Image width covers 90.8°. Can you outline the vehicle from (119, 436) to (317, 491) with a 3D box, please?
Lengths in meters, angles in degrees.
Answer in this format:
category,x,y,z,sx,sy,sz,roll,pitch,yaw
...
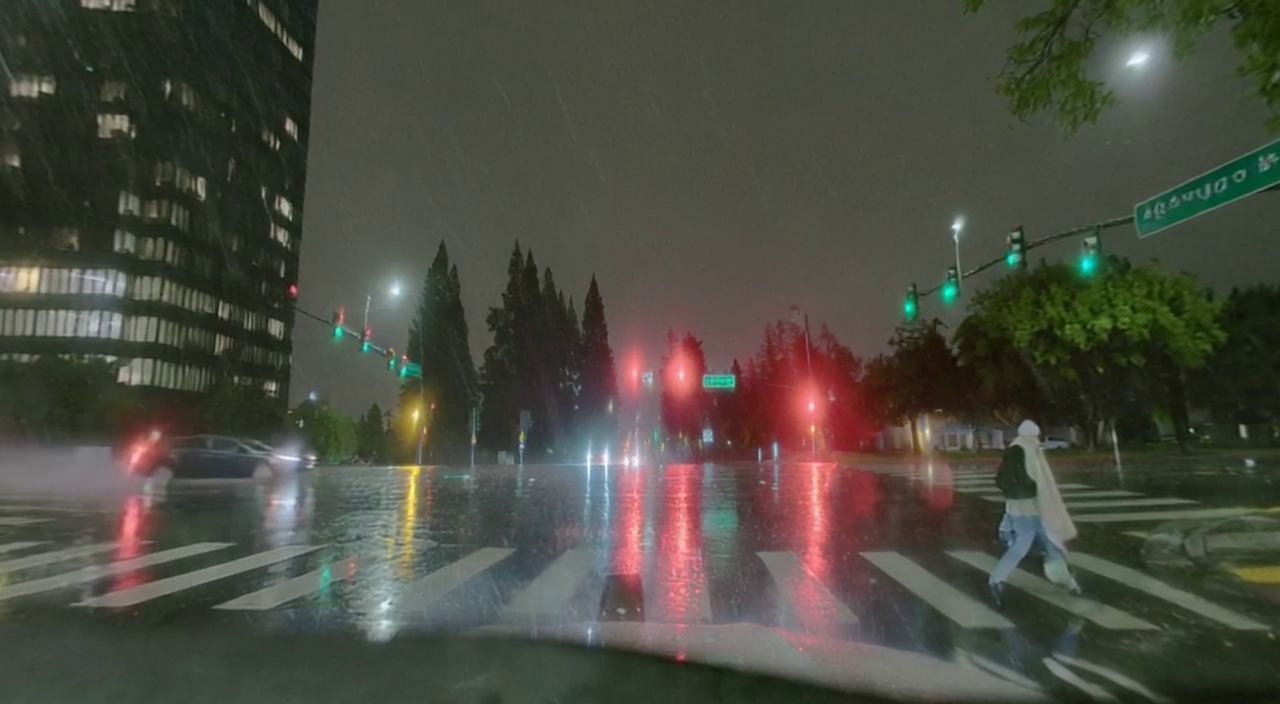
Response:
category,x,y,z,sx,sy,sz,roll,pitch,yaw
vehicle,-12.382,3.283,18.770,4.502,1.512,1.917,0,-9,0
